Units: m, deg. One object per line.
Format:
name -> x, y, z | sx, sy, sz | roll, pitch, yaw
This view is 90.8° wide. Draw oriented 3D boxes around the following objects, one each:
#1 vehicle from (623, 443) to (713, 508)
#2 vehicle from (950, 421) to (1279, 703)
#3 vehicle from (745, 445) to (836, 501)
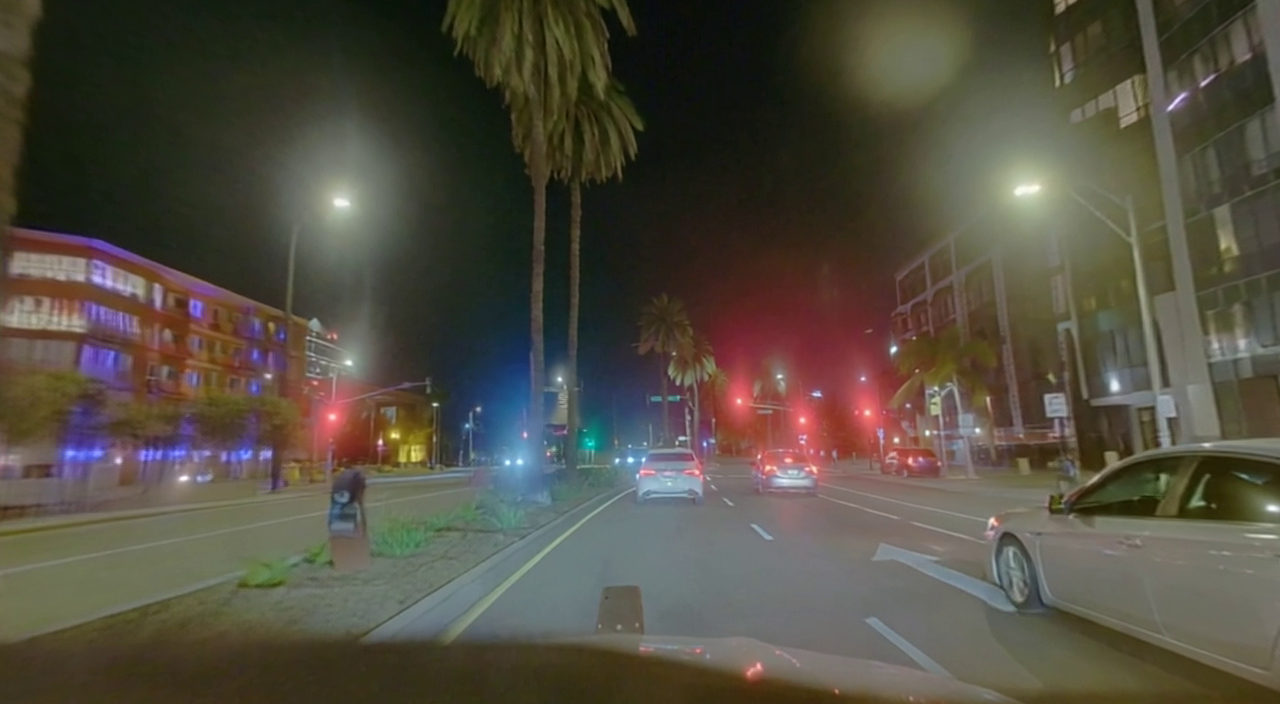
vehicle -> 0.785, 3.177, 16.674 | 2.078, 1.503, 3.681 | -1, -9, 4
vehicle -> 3.857, 1.186, 3.747 | 1.913, 1.469, 4.425 | -1, -9, 2
vehicle -> 4.393, 3.580, 19.181 | 1.920, 1.490, 4.417 | -1, -9, 4
